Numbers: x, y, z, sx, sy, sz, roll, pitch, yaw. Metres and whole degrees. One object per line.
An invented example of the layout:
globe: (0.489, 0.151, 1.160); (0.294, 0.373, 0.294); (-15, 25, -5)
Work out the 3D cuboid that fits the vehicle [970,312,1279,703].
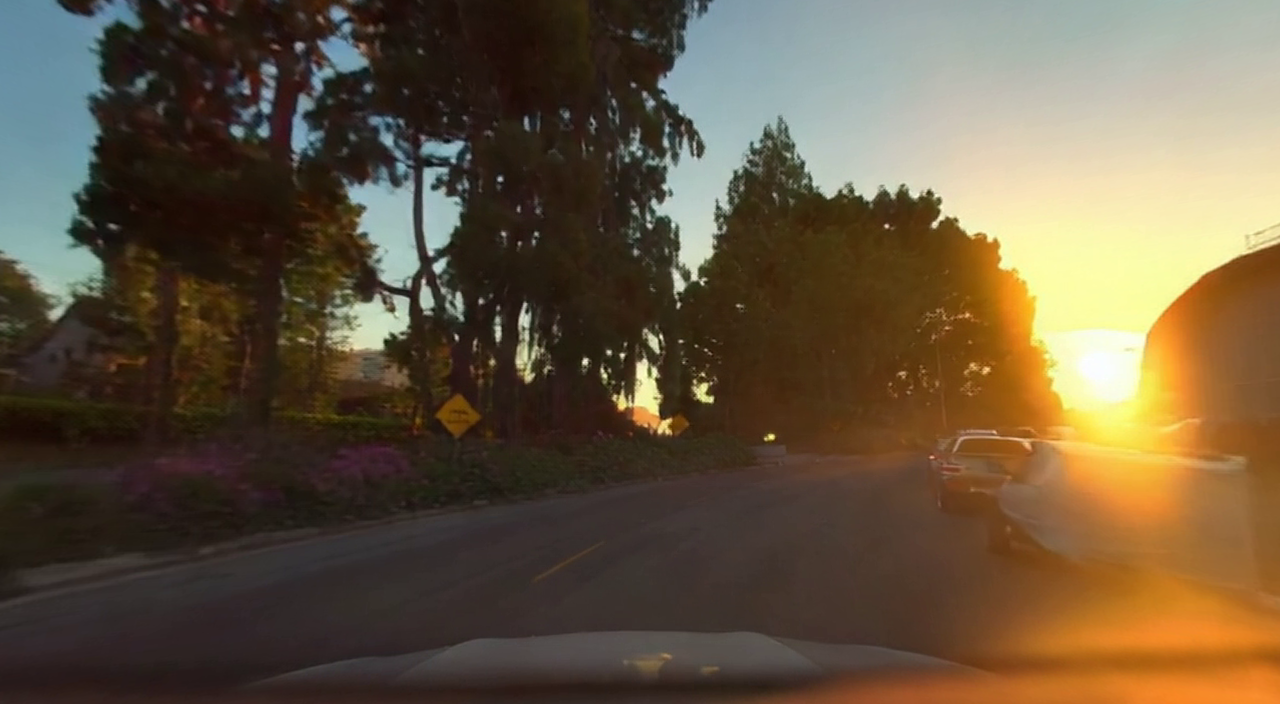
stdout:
vehicle: (4.466, 1.035, 4.948); (2.081, 1.866, 4.648); (-2, -9, 12)
